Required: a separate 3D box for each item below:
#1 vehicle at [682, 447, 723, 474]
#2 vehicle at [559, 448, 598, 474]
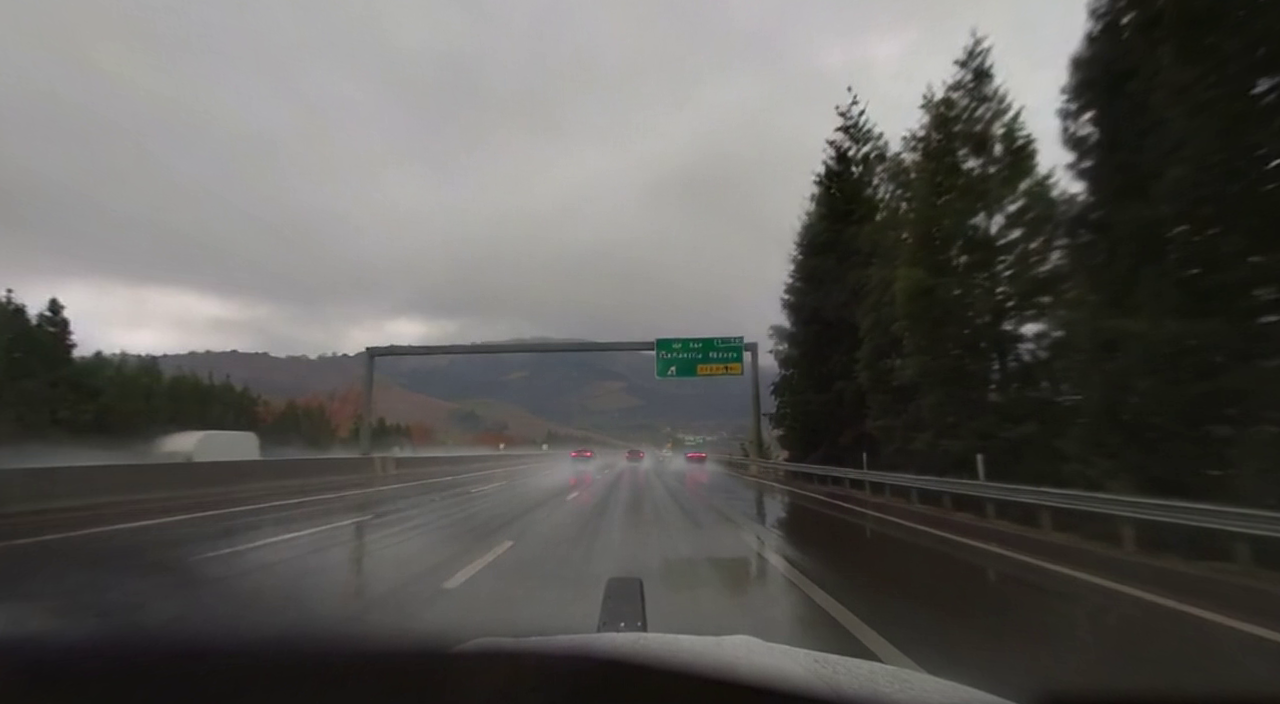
[{"bbox_3d":[3.660,6.458,37.687,2.019,1.475,4.301,0,-9,0],"label":"vehicle"},{"bbox_3d":[-3.604,6.477,37.681,1.955,1.468,3.637,0,-9,0],"label":"vehicle"}]
